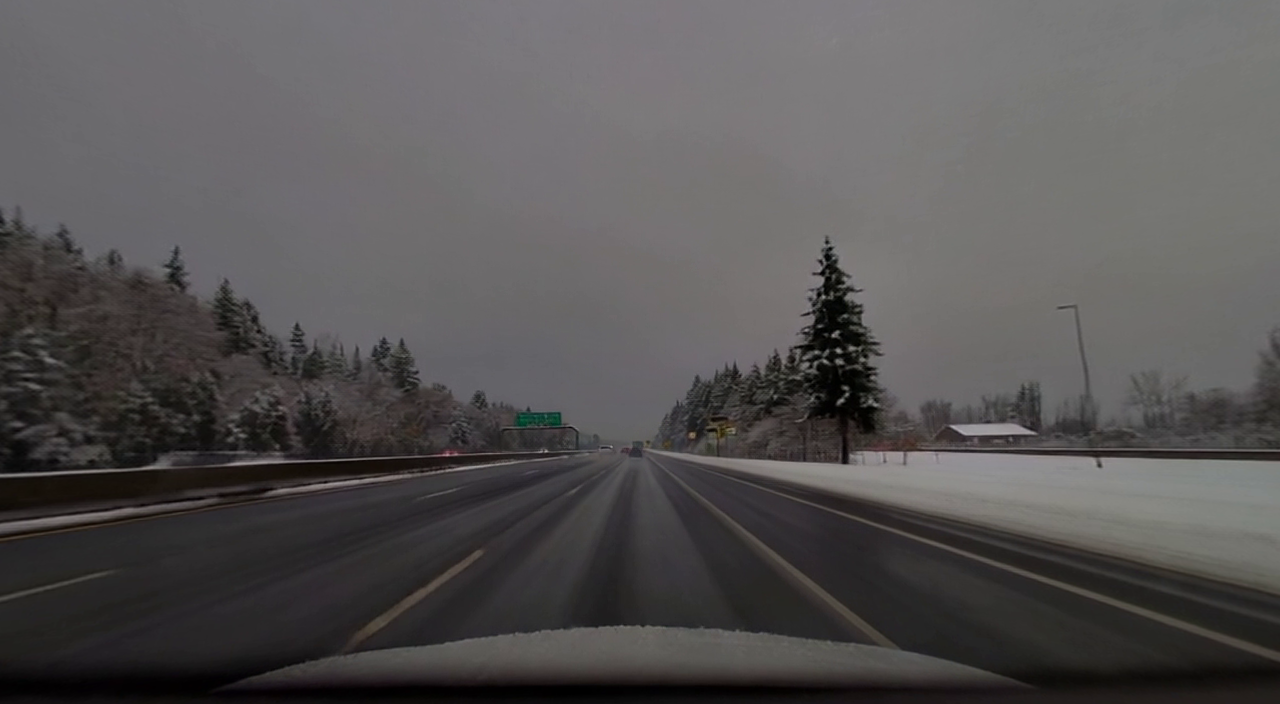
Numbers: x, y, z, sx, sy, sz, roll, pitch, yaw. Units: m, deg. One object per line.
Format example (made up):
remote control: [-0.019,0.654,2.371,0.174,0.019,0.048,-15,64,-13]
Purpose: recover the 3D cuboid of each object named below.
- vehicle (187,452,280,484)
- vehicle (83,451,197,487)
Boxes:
vehicle: [-19.967,5.689,31.222,1.844,1.434,4.279,0,-9,-2]
vehicle: [-23.954,5.610,30.464,2.092,1.569,4.167,0,-9,0]
